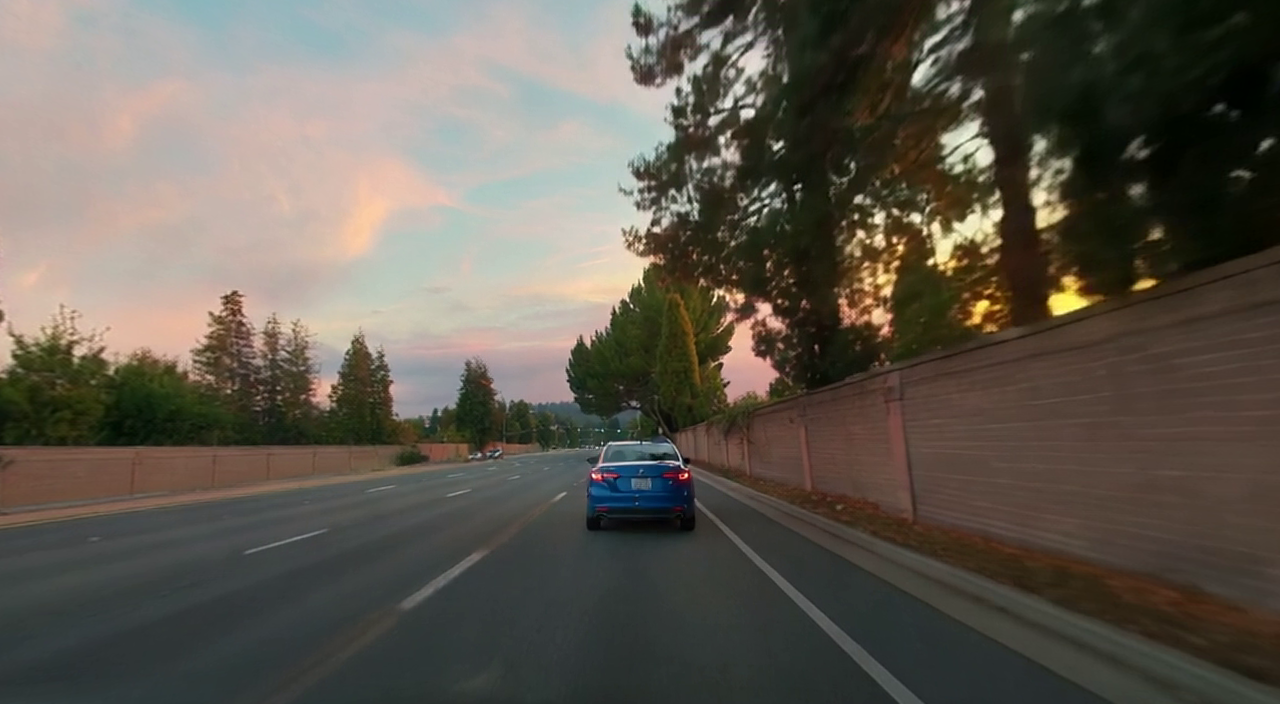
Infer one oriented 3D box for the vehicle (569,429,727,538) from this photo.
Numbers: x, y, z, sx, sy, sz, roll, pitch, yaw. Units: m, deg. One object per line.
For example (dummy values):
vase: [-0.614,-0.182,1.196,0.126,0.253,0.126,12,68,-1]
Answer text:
vehicle: [0.069,2.154,11.016,2.205,1.509,4.272,0,-8,-1]
